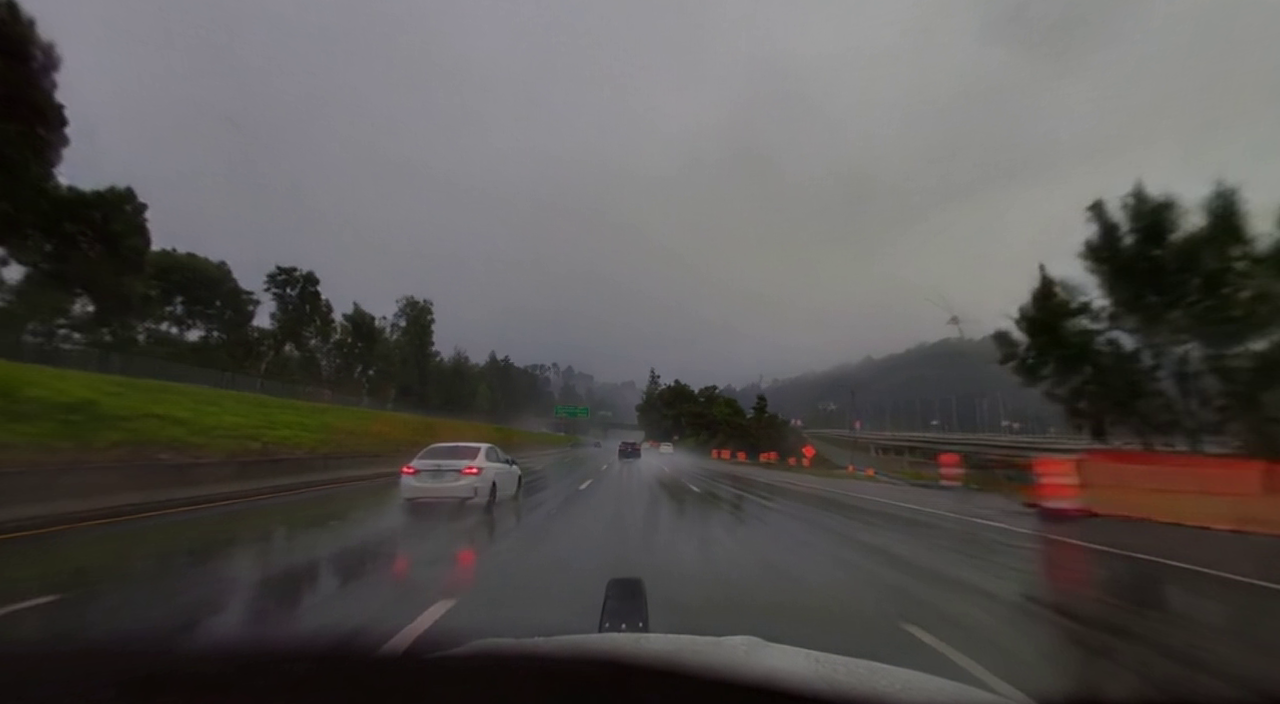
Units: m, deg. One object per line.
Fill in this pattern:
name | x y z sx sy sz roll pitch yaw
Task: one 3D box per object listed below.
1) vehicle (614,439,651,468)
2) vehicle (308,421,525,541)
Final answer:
vehicle | -0.539 6.828 42.555 2.328 1.805 4.502 0 -8 -2
vehicle | -3.582 2.165 11.300 2.114 1.650 4.730 -1 -8 1
